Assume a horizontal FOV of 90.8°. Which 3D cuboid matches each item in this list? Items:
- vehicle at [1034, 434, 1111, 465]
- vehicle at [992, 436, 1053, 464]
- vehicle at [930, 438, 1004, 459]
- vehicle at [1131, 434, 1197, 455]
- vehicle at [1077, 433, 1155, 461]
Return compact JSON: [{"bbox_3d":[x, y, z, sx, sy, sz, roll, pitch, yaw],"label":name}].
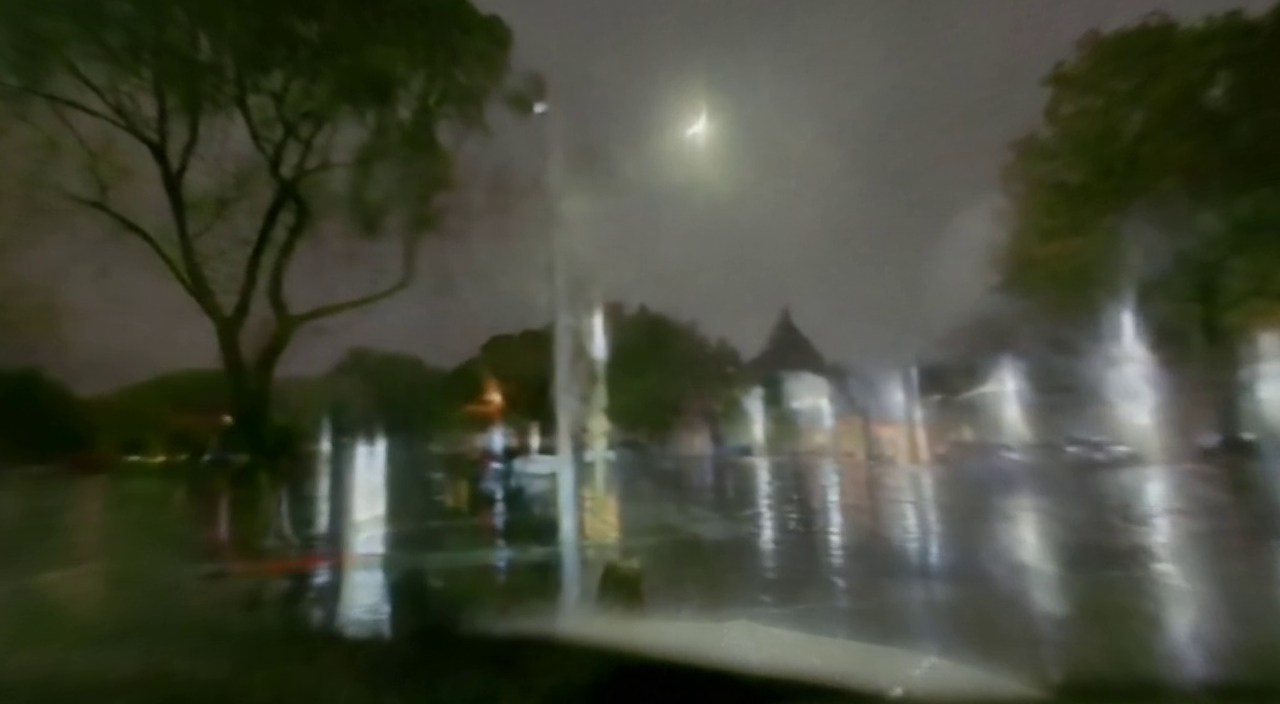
[{"bbox_3d":[23.913,5.410,35.149,2.121,1.541,5.124,-3,-9,19],"label":"vehicle"},{"bbox_3d":[21.500,5.537,35.700,2.130,1.458,4.157,-4,-9,20],"label":"vehicle"},{"bbox_3d":[23.576,6.973,45.667,1.734,1.418,4.317,6,-11,-36],"label":"vehicle"},{"bbox_3d":[40.864,7.202,49.337,1.660,1.415,3.627,4,-7,-37],"label":"vehicle"},{"bbox_3d":[27.492,5.522,36.702,2.102,1.541,4.416,-3,-9,16],"label":"vehicle"}]
